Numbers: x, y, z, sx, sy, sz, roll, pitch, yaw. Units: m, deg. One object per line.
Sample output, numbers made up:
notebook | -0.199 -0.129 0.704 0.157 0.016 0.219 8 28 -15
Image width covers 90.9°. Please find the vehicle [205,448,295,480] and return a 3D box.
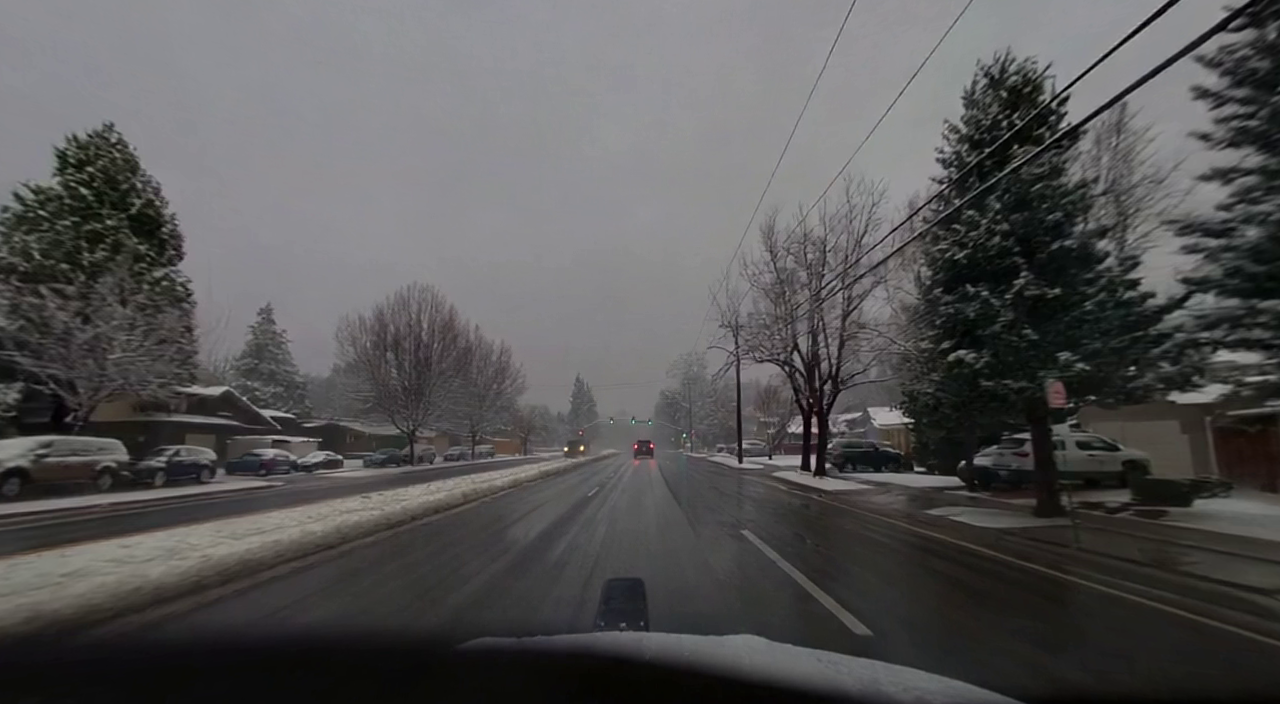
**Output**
vehicle | -20.095 5.769 32.737 1.759 1.519 4.785 0 -9 -2

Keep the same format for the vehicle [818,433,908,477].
vehicle | 11.441 5.326 32.885 2.392 2.063 5.213 1 -9 -5

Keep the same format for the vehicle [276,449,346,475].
vehicle | -20.370 6.805 39.280 1.812 1.501 4.632 0 -9 1

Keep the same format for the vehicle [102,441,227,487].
vehicle | -20.210 4.756 27.098 1.787 1.774 4.560 0 -8 0

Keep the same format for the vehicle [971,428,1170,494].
vehicle | 13.421 3.406 19.933 4.667 1.952 2.063 0 -9 2

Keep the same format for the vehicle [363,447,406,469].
vehicle | -20.035 8.311 49.621 1.764 1.570 3.910 0 -9 0

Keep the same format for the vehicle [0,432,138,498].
vehicle | -20.363 3.694 20.948 2.326 1.966 5.795 0 -9 3
